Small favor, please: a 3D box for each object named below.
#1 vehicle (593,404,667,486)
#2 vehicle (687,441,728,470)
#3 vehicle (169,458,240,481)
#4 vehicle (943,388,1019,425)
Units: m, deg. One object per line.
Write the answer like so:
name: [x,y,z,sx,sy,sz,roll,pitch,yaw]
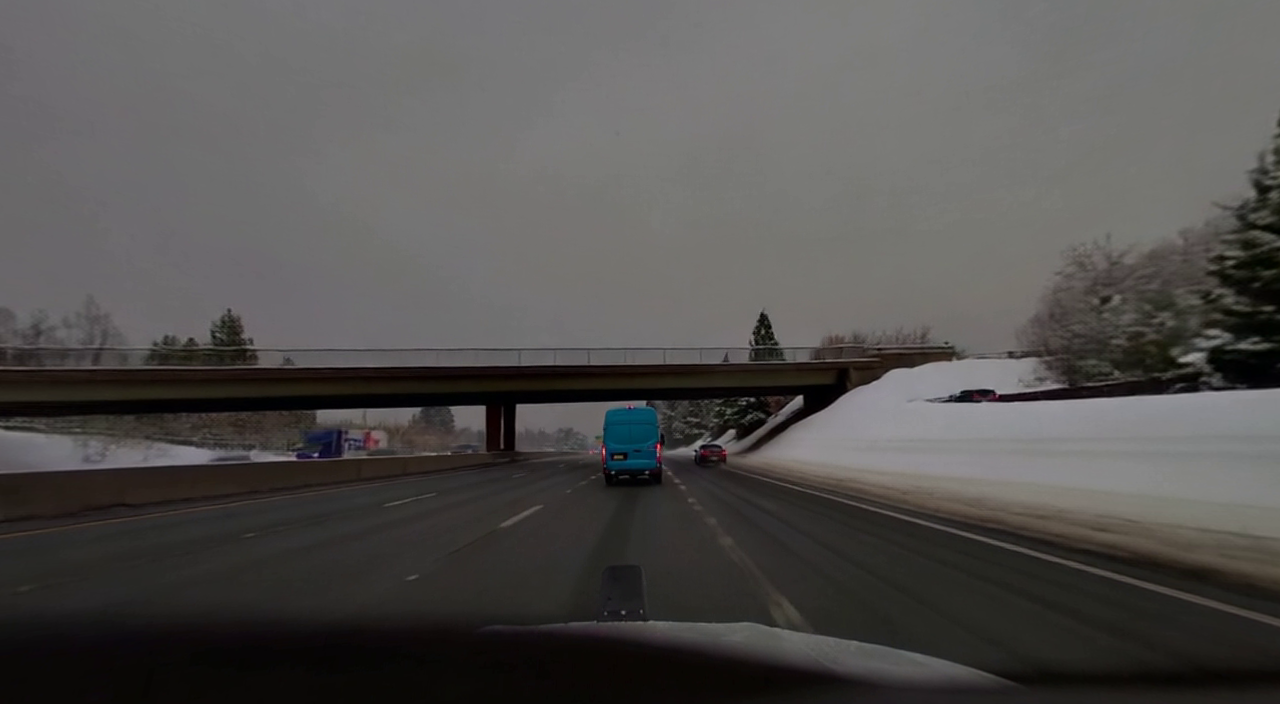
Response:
vehicle: [-0.215,3.590,24.274,2.476,2.776,5.598,-1,-9,3]
vehicle: [4.013,6.236,37.923,1.987,1.648,3.984,0,-9,0]
vehicle: [-32.213,8.701,46.592,1.799,1.526,4.757,0,-9,1]
vehicle: [24.090,3.963,44.669,2.445,2.240,5.659,-2,-8,3]
